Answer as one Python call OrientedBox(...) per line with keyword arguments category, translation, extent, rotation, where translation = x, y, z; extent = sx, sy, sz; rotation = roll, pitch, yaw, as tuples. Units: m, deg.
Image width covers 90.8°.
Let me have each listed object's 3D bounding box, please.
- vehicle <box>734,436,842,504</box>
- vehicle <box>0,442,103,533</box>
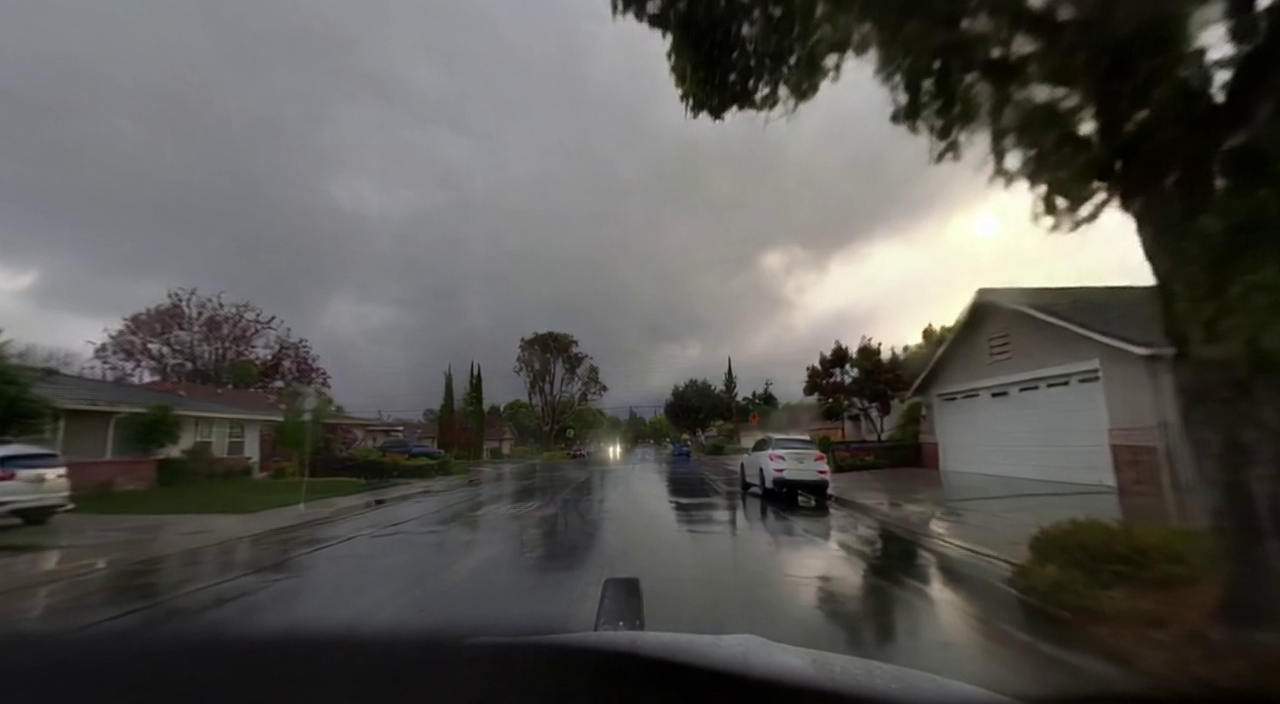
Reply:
OrientedBox(category="vehicle", translation=(3.710, 3.024, 16.579), extent=(1.975, 1.528, 4.000), rotation=(0, -9, 2))
OrientedBox(category="vehicle", translation=(-12.898, 2.375, 11.339), extent=(4.615, 1.491, 2.025), rotation=(0, -9, 0))
